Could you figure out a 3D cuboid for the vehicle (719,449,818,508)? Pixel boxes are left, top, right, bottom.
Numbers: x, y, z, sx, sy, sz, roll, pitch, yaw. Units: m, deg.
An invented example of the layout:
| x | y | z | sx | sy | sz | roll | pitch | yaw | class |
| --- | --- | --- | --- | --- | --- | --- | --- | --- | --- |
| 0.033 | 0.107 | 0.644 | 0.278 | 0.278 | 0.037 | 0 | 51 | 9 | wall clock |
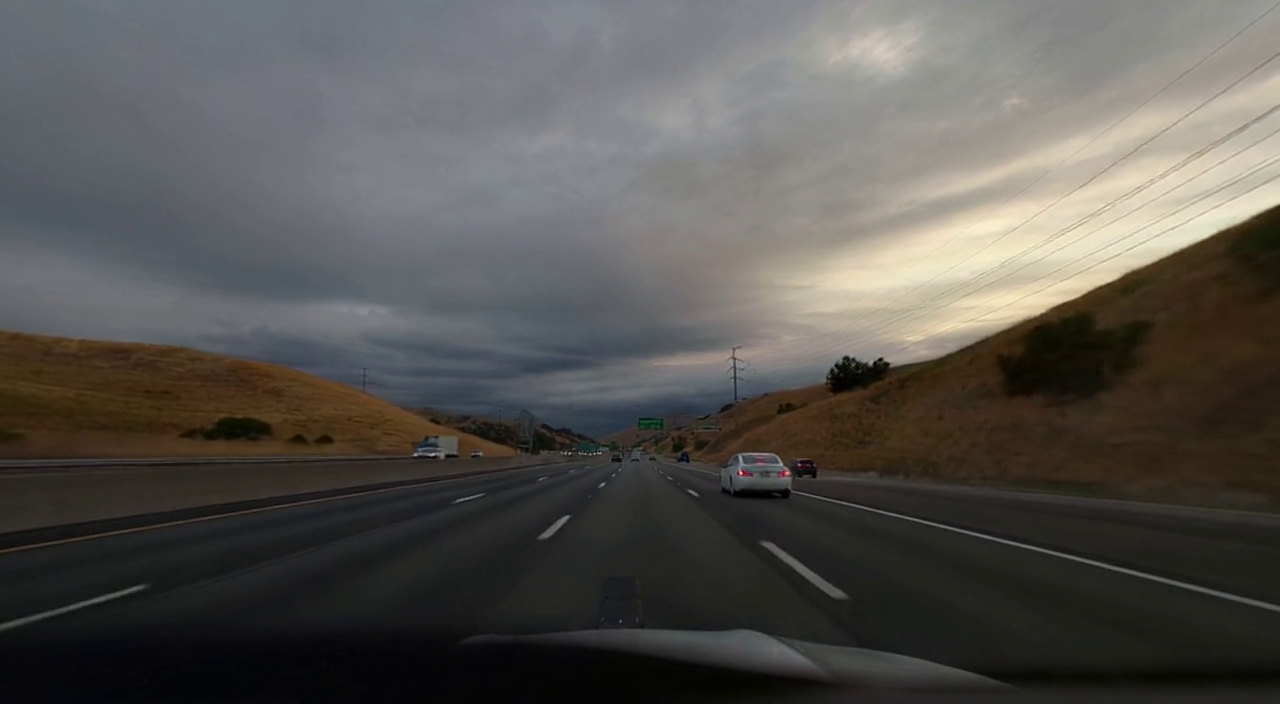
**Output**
| x | y | z | sx | sy | sz | roll | pitch | yaw | class |
| --- | --- | --- | --- | --- | --- | --- | --- | --- | --- |
| 3.745 | 3.750 | 19.190 | 2.086 | 1.542 | 4.355 | 0 | -9 | 0 | vehicle |
